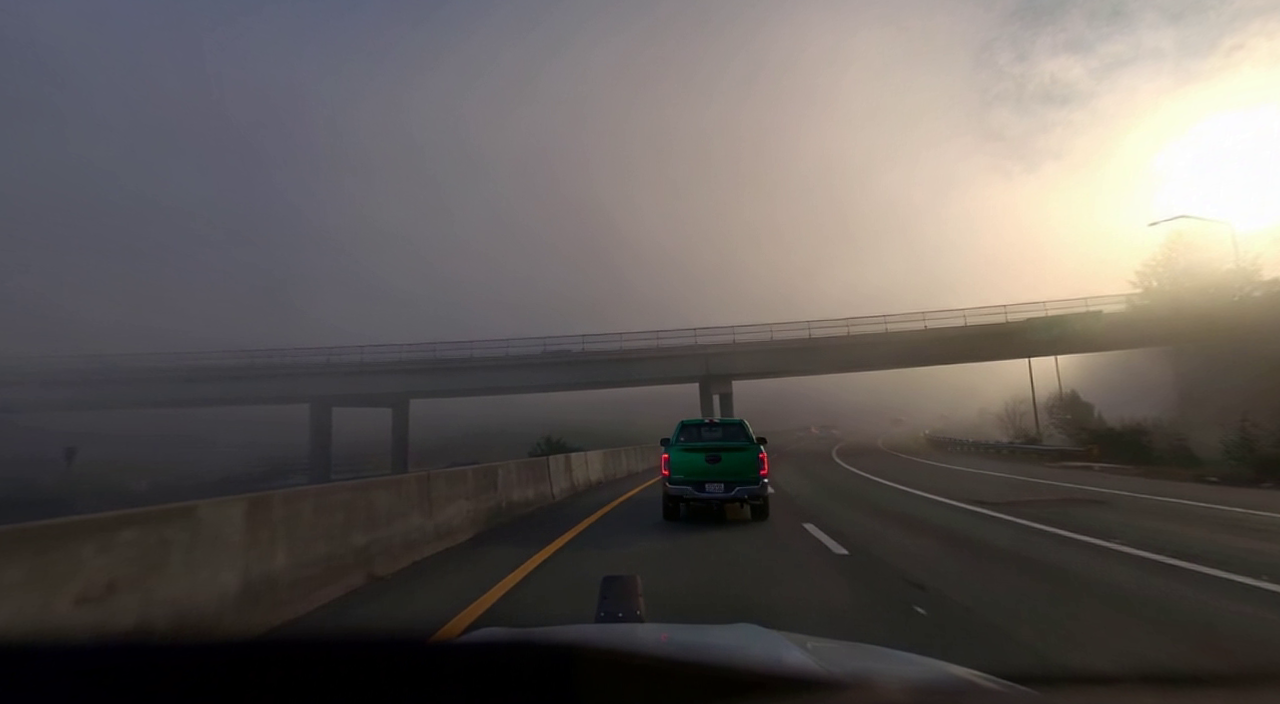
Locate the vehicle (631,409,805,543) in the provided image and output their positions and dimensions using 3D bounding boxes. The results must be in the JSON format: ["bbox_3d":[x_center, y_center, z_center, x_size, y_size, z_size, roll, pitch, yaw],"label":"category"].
[{"bbox_3d":[1.237,1.937,10.465,2.235,1.716,4.435,-1,-9,6],"label":"vehicle"}]
